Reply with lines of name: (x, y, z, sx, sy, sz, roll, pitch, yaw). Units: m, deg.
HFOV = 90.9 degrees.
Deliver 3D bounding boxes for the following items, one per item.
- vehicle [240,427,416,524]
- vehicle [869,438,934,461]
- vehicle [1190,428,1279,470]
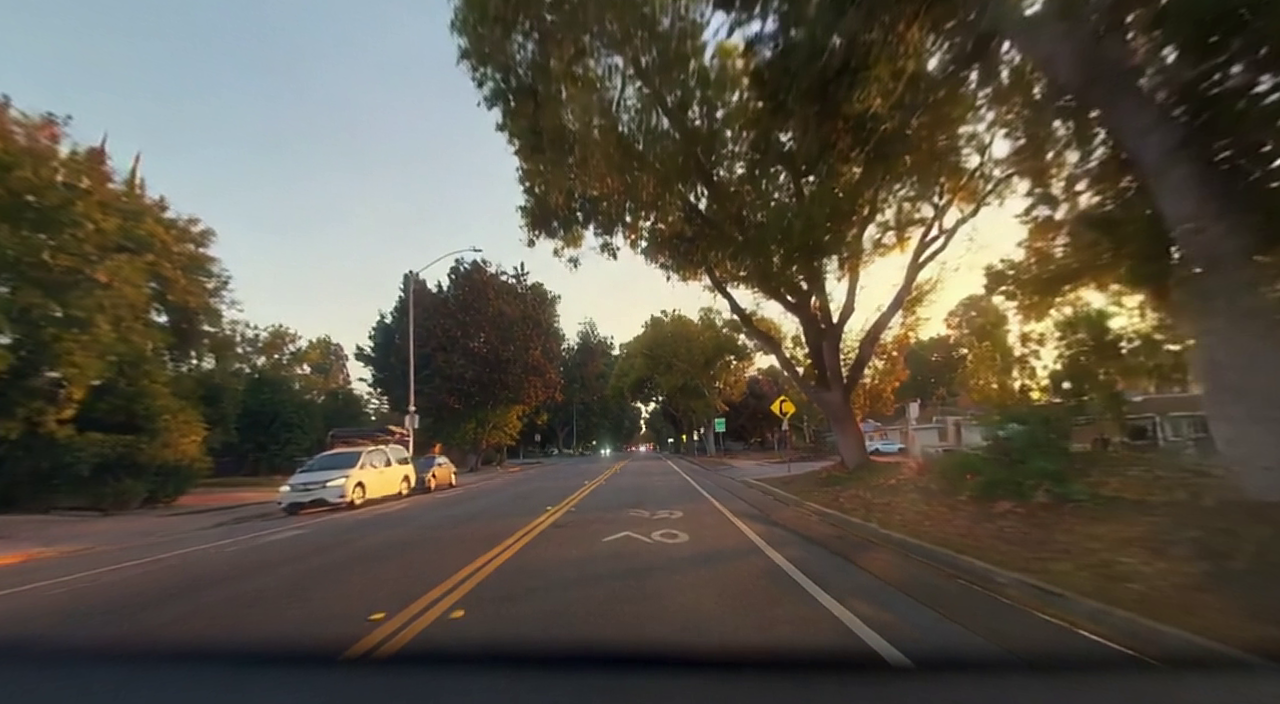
vehicle: (-7.889, 3.064, 16.594, 2.138, 2.038, 4.717, -4, -7, 2)
vehicle: (20.419, 7.621, 49.315, 4.151, 1.730, 2.131, 0, -9, 6)
vehicle: (23.397, 3.565, 23.272, 4.263, 1.473, 1.974, -1, -8, 1)
